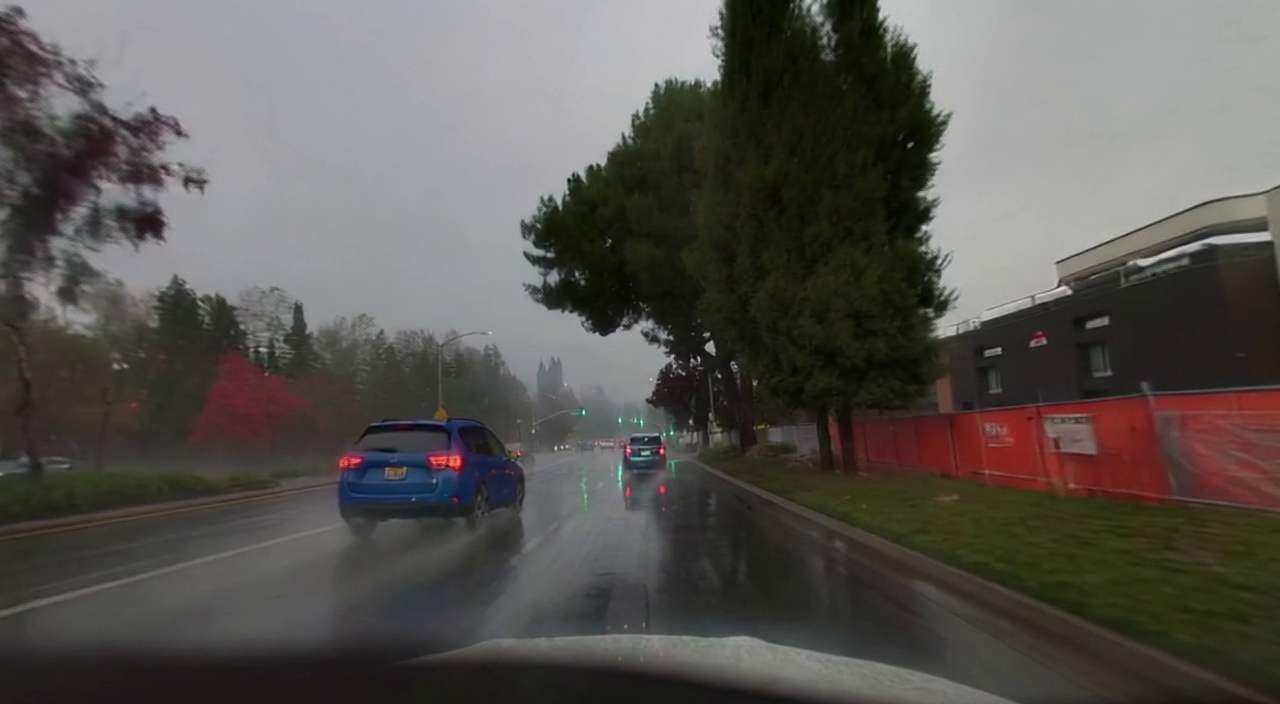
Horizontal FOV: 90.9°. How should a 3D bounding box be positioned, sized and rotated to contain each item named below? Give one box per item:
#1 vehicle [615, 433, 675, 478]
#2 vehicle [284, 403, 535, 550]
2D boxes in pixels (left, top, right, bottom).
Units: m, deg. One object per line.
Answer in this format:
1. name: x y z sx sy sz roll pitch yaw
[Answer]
1. vehicle: 0.132 4.133 25.378 2.227 1.654 4.091 0 -9 -1
2. vehicle: -3.312 1.928 10.451 2.157 1.824 4.986 0 -9 1
